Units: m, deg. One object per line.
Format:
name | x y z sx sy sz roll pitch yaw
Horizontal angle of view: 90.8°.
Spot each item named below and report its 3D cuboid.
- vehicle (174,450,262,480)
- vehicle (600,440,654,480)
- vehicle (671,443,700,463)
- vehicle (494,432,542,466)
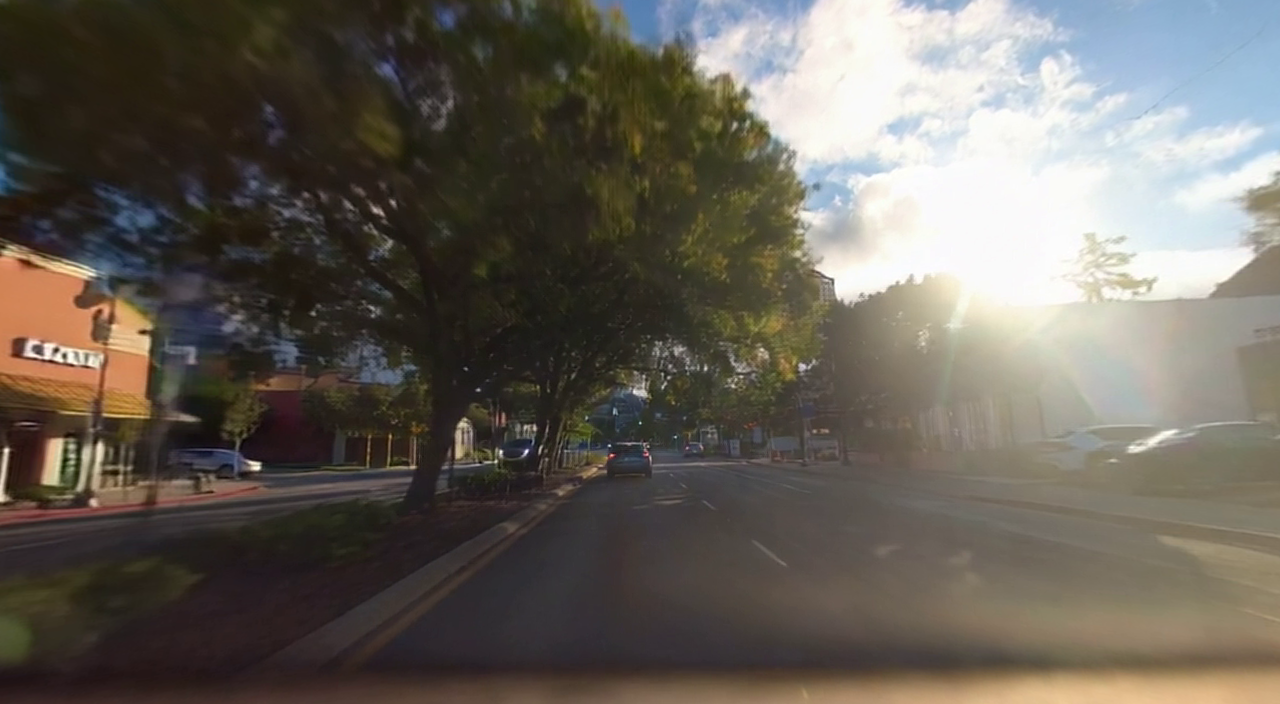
vehicle | -23.536 6.311 35.295 3.650 1.487 1.757 -1 -8 -1
vehicle | -0.495 4.330 25.548 2.006 1.487 3.535 0 -9 0
vehicle | 3.490 7.804 49.099 1.910 1.474 4.003 0 -9 -1
vehicle | -8.558 6.901 44.897 2.274 2.201 5.710 0 -9 0
